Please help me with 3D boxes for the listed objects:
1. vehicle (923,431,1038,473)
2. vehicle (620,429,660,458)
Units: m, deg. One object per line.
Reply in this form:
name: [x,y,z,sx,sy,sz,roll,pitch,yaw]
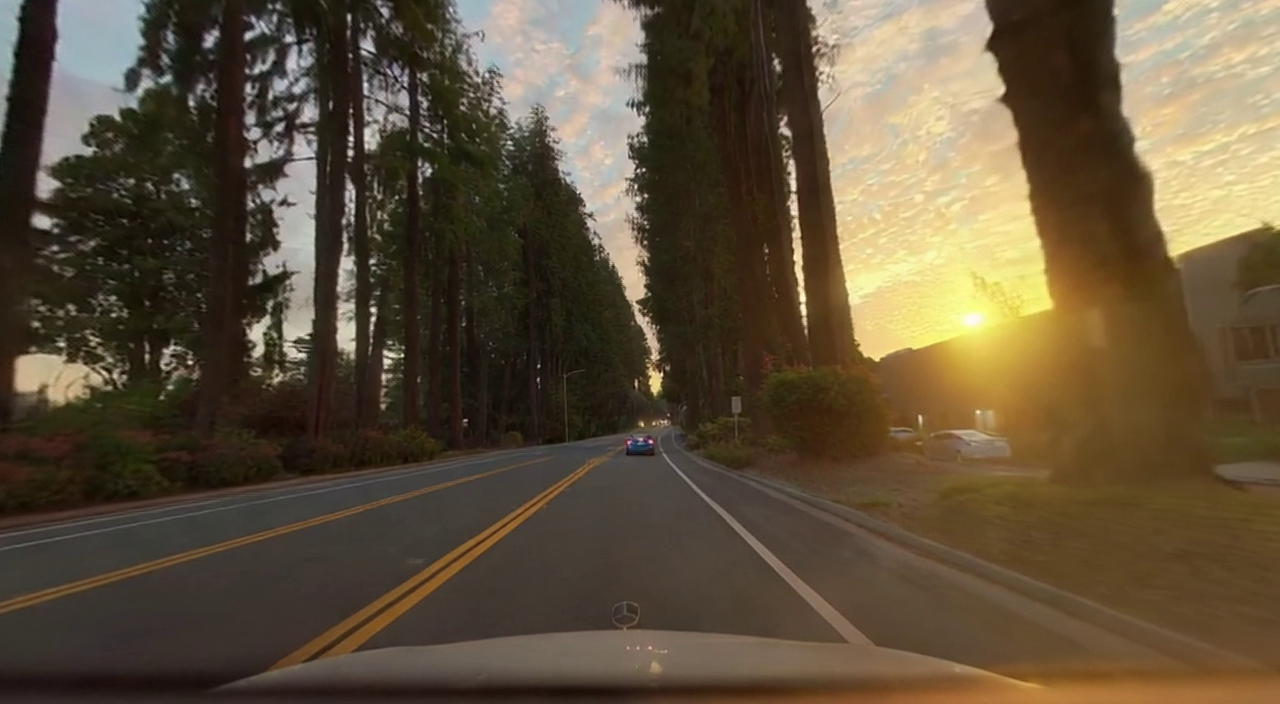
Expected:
vehicle: [13.226,3.919,24.911,1.766,1.463,4.445,2,-8,-5]
vehicle: [-0.014,4.994,34.397,2.067,1.486,3.861,0,-8,0]
